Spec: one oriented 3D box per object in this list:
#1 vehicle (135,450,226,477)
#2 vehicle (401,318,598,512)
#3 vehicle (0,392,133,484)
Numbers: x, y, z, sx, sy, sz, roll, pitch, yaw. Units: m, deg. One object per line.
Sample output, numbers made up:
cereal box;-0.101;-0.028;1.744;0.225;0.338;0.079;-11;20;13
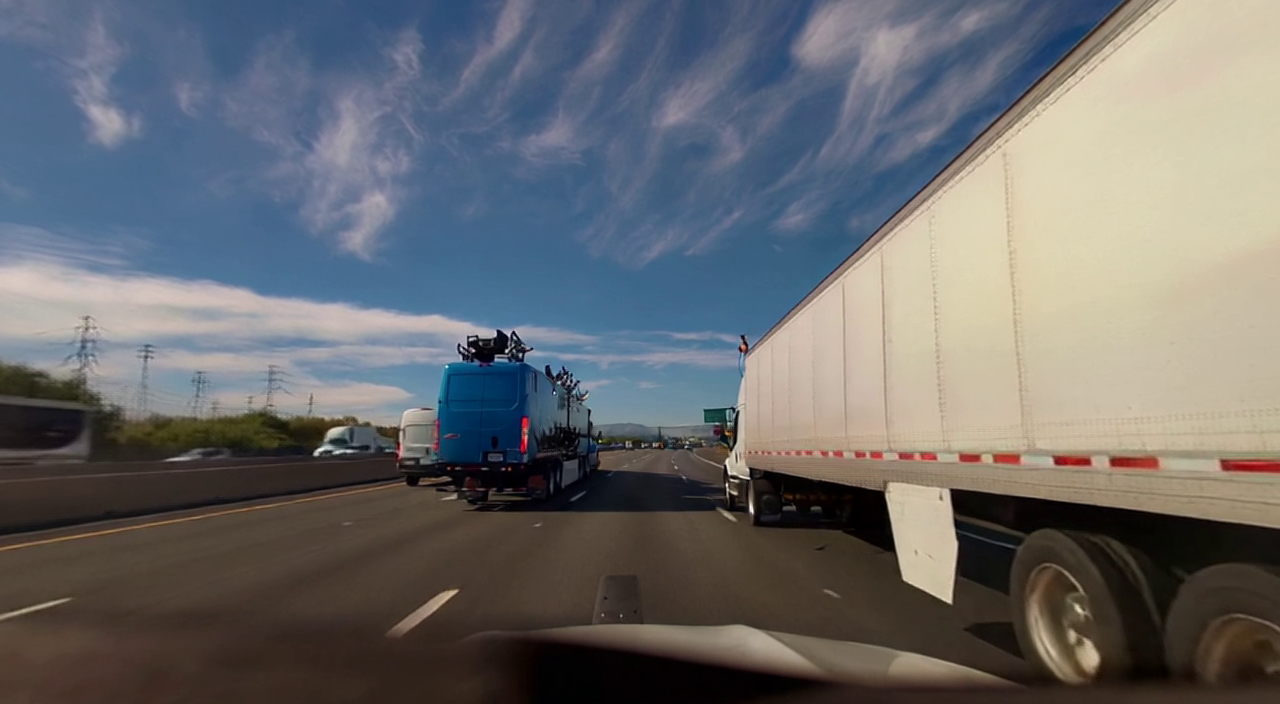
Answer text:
vehicle;-27.175;6.575;37.560;1.842;1.471;4.699;0;-8;0
vehicle;-3.514;2.491;21.584;2.939;4.132;16.303;0;-8;0
vehicle;-30.851;3.764;27.635;3.319;4.166;16.790;0;-8;1
